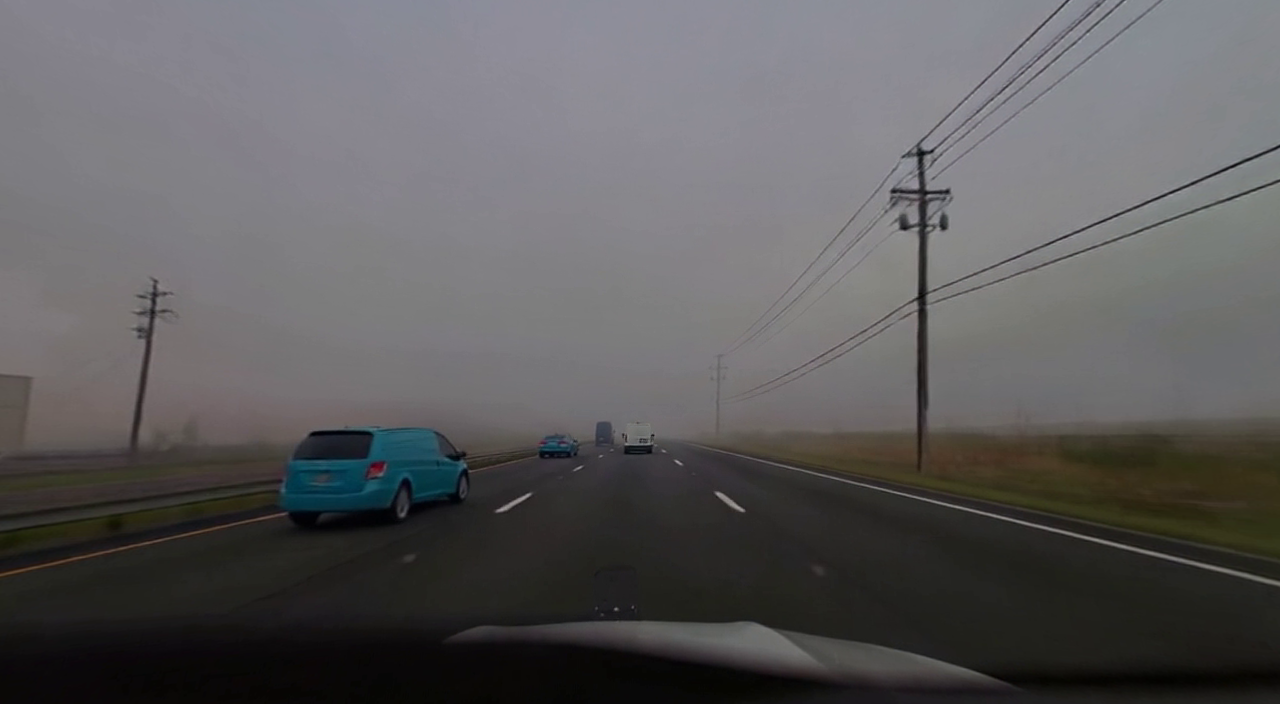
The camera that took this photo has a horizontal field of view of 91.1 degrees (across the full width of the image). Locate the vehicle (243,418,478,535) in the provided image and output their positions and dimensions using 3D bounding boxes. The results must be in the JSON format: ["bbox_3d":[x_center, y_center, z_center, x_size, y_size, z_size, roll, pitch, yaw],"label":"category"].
[{"bbox_3d":[-4.309,1.961,10.597,2.058,1.557,4.125,0,-8,0],"label":"vehicle"}]

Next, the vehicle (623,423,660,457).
[{"bbox_3d":[0.030,5.628,40.346,2.213,1.997,4.456,0,-8,-1],"label":"vehicle"}]

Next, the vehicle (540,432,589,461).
[{"bbox_3d":[-4.067,5.151,34.483,2.087,1.464,4.853,0,-8,0],"label":"vehicle"}]
